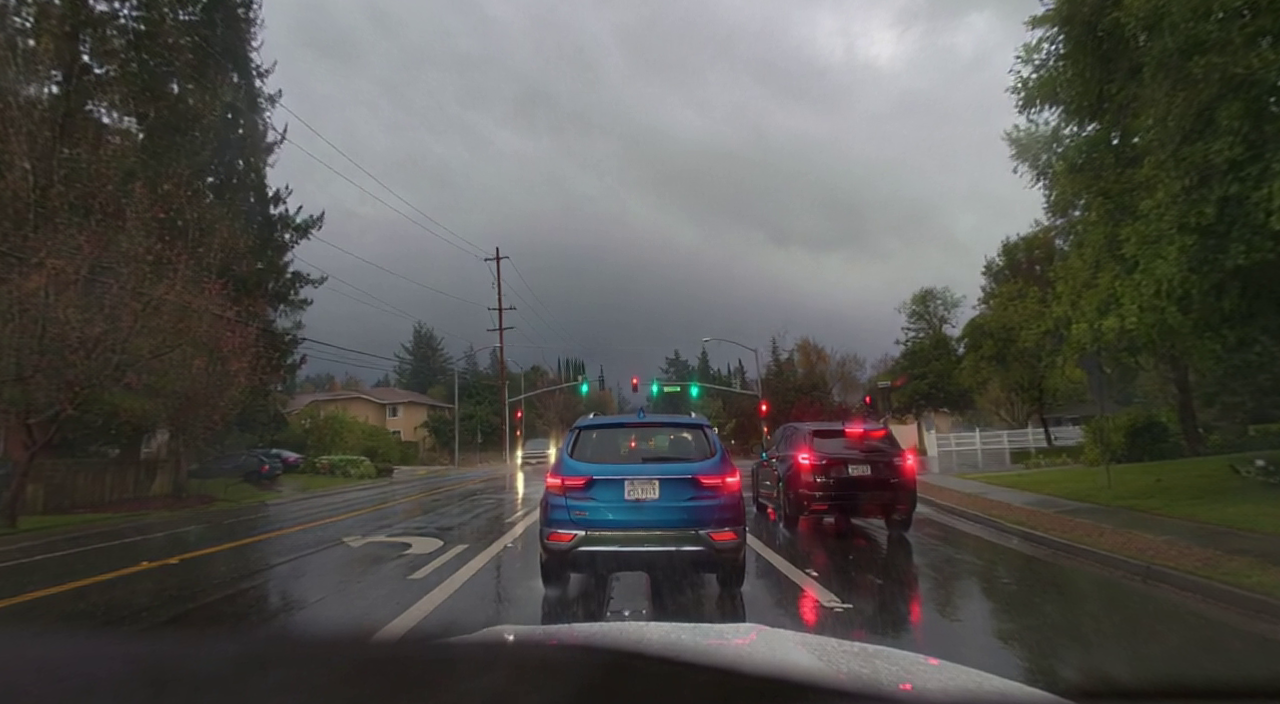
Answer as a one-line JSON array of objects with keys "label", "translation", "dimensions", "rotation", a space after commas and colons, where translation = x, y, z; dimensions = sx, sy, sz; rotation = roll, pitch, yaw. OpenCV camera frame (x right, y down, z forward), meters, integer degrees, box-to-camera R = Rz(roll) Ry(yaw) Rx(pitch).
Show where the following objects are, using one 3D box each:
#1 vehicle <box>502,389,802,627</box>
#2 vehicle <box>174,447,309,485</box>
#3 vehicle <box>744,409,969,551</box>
[{"label": "vehicle", "translation": [0.058, 1.420, 6.658], "dimensions": [2.151, 1.695, 4.100], "rotation": [0, -8, -1]}, {"label": "vehicle", "translation": [-16.168, 4.633, 25.717], "dimensions": [4.245, 1.446, 1.827], "rotation": [0, -8, 1]}, {"label": "vehicle", "translation": [3.068, 1.918, 10.089], "dimensions": [1.967, 1.756, 4.281], "rotation": [0, -8, -1]}]
